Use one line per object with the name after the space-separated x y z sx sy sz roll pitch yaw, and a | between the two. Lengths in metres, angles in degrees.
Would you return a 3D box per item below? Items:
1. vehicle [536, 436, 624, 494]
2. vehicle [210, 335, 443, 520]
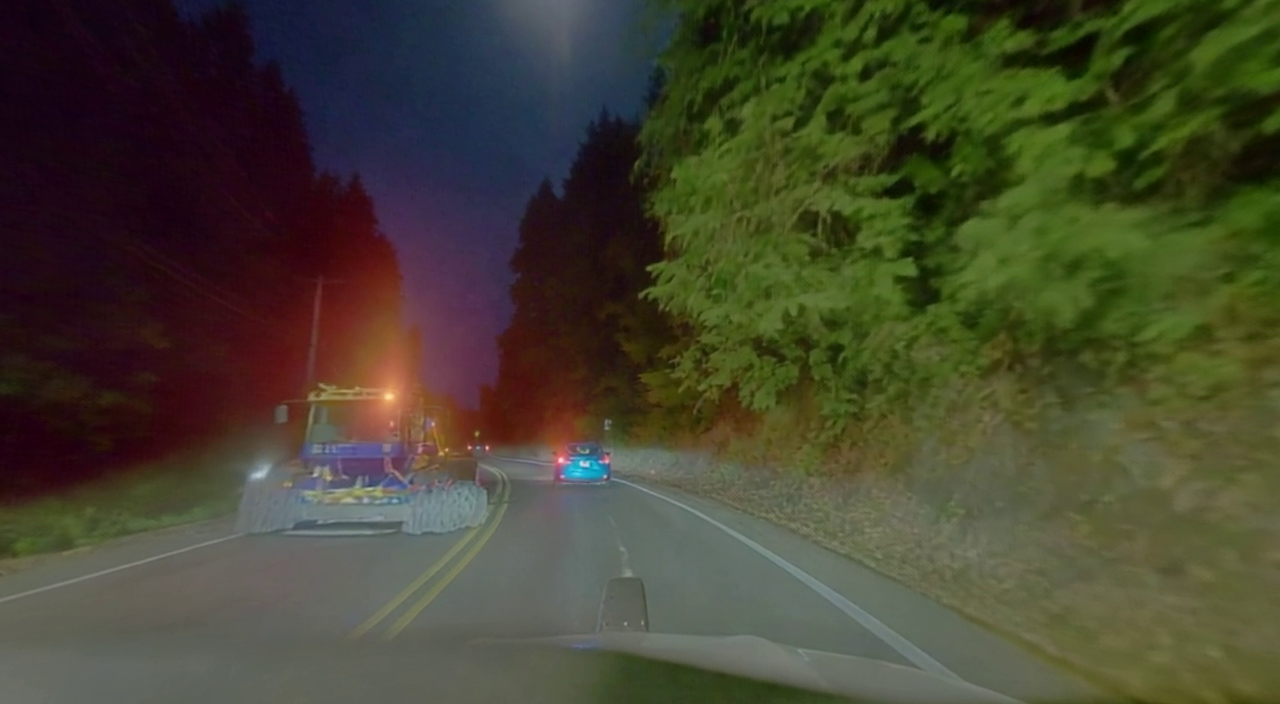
-1.899 3.294 18.705 2.259 1.503 4.075 2 -9 -10 | vehicle
-6.150 1.643 13.362 2.364 3.191 4.942 0 -9 -2 | vehicle
